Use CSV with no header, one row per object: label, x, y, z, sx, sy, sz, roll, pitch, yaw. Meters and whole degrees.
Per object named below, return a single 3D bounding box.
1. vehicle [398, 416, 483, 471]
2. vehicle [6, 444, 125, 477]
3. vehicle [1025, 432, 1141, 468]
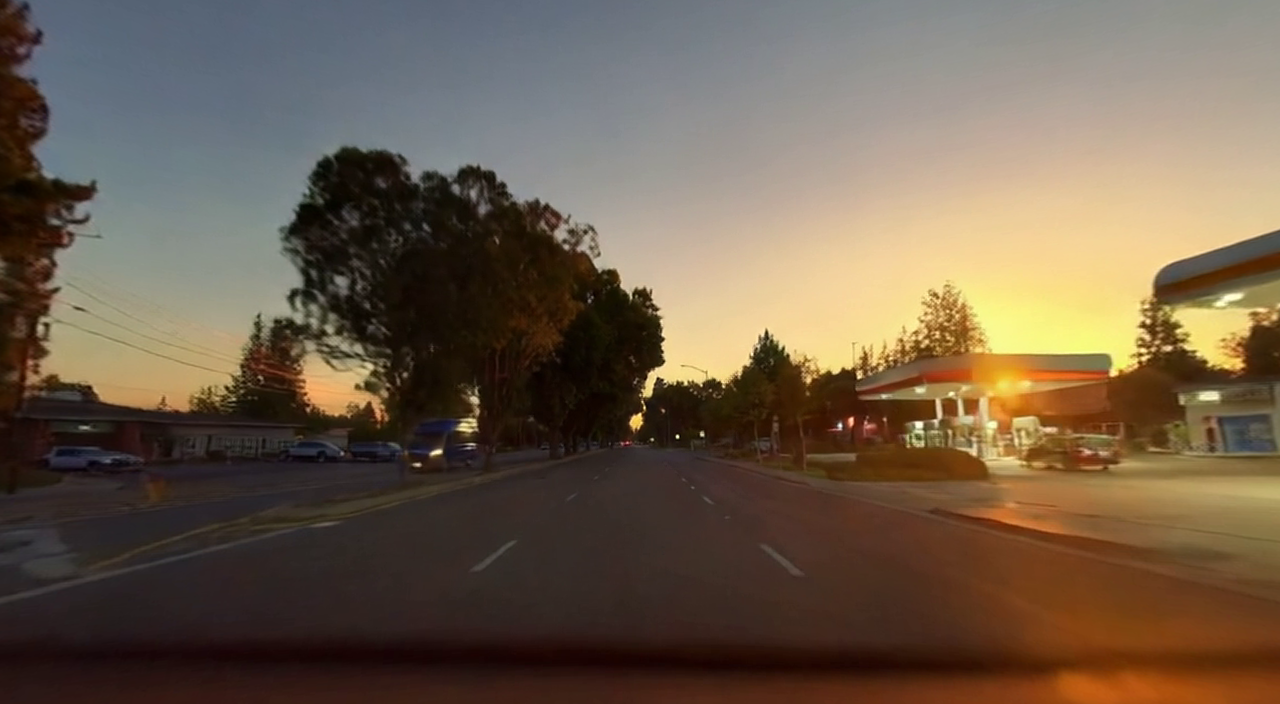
vehicle,-12.195,5.684,39.282,2.931,3.122,6.555,0,-8,1
vehicle,-30.926,5.812,34.106,4.290,1.701,2.002,0,-8,-4
vehicle,19.316,4.293,27.825,1.994,1.452,4.227,0,-8,0
